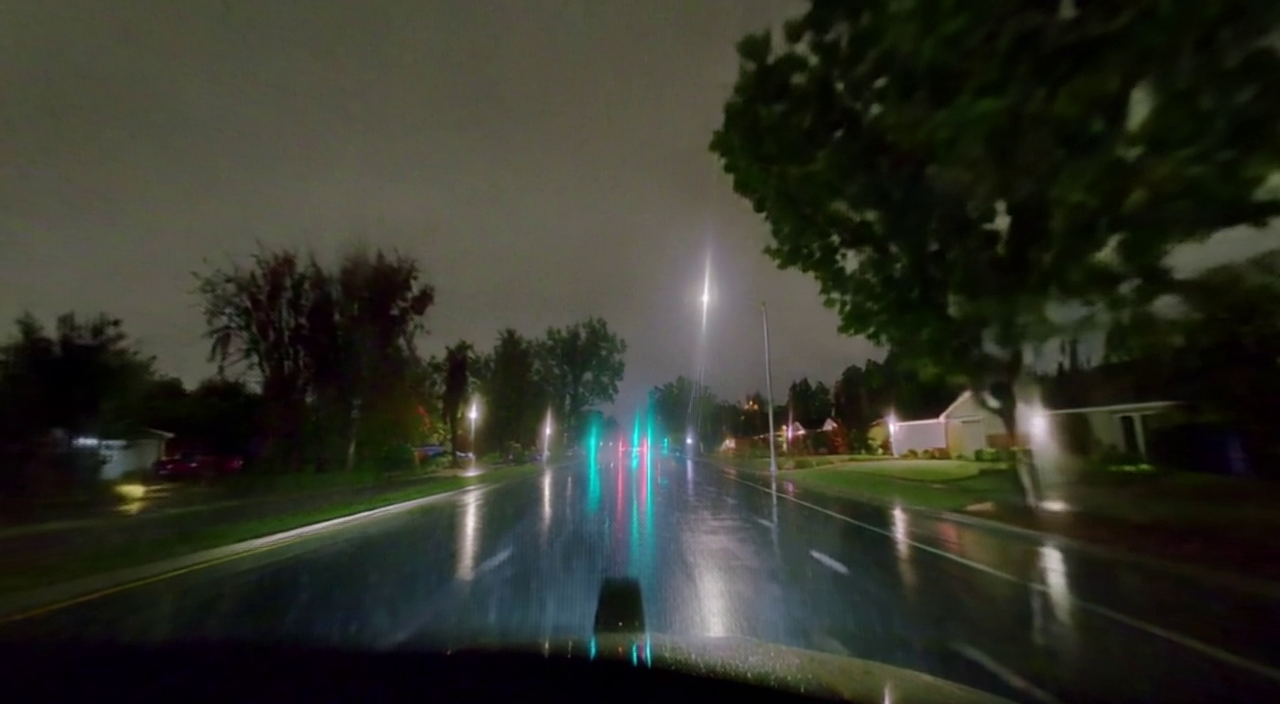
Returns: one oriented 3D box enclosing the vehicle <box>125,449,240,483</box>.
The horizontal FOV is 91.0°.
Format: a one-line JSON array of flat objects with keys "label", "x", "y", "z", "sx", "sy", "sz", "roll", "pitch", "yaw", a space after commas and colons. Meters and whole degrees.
[{"label": "vehicle", "x": -24.870, "y": 6.194, "z": 34.344, "sx": 4.605, "sy": 1.682, "sz": 2.105, "roll": -1, "pitch": -8, "yaw": 0}]
